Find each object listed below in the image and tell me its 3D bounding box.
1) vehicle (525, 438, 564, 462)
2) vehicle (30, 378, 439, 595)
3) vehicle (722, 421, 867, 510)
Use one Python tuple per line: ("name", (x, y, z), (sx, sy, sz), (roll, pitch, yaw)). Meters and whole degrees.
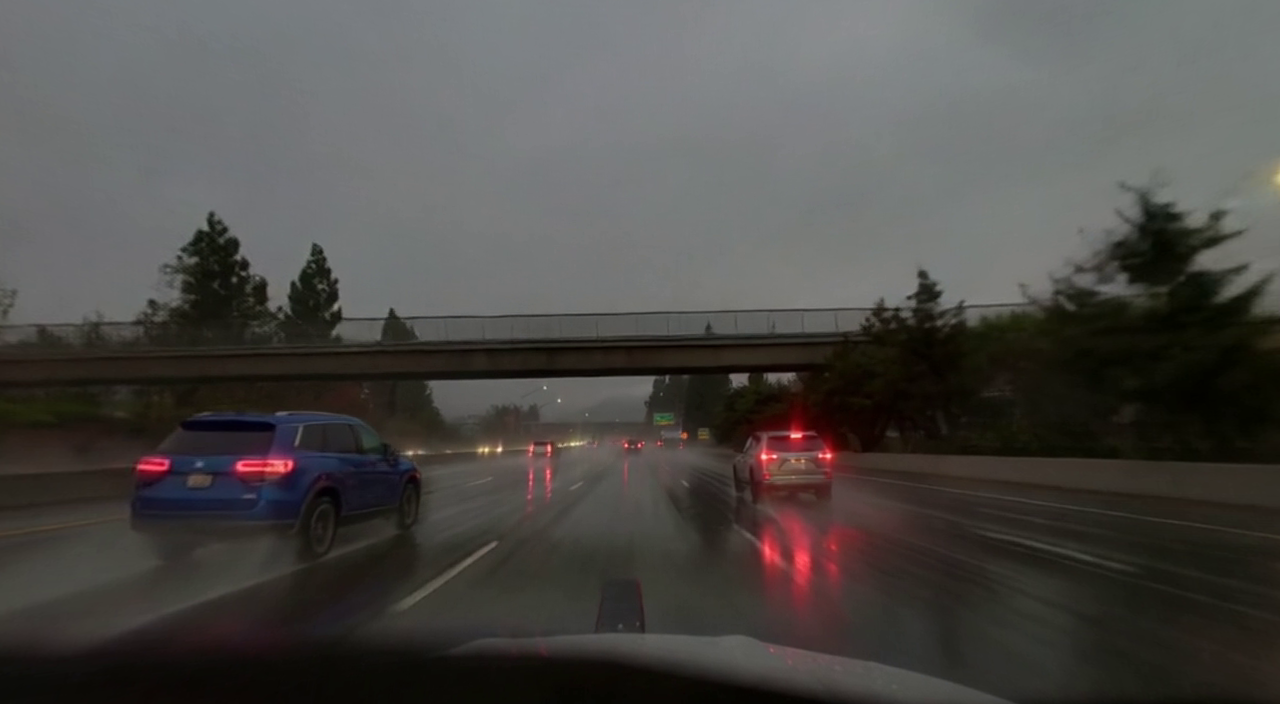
("vehicle", (-7.482, 7.709, 49.819), (2.193, 1.818, 4.995), (-1, -9, 1))
("vehicle", (-4.298, 1.520, 7.952), (2.018, 1.872, 4.728), (0, -9, -1))
("vehicle", (3.386, 2.604, 14.912), (2.185, 1.749, 4.477), (0, -9, -1))
